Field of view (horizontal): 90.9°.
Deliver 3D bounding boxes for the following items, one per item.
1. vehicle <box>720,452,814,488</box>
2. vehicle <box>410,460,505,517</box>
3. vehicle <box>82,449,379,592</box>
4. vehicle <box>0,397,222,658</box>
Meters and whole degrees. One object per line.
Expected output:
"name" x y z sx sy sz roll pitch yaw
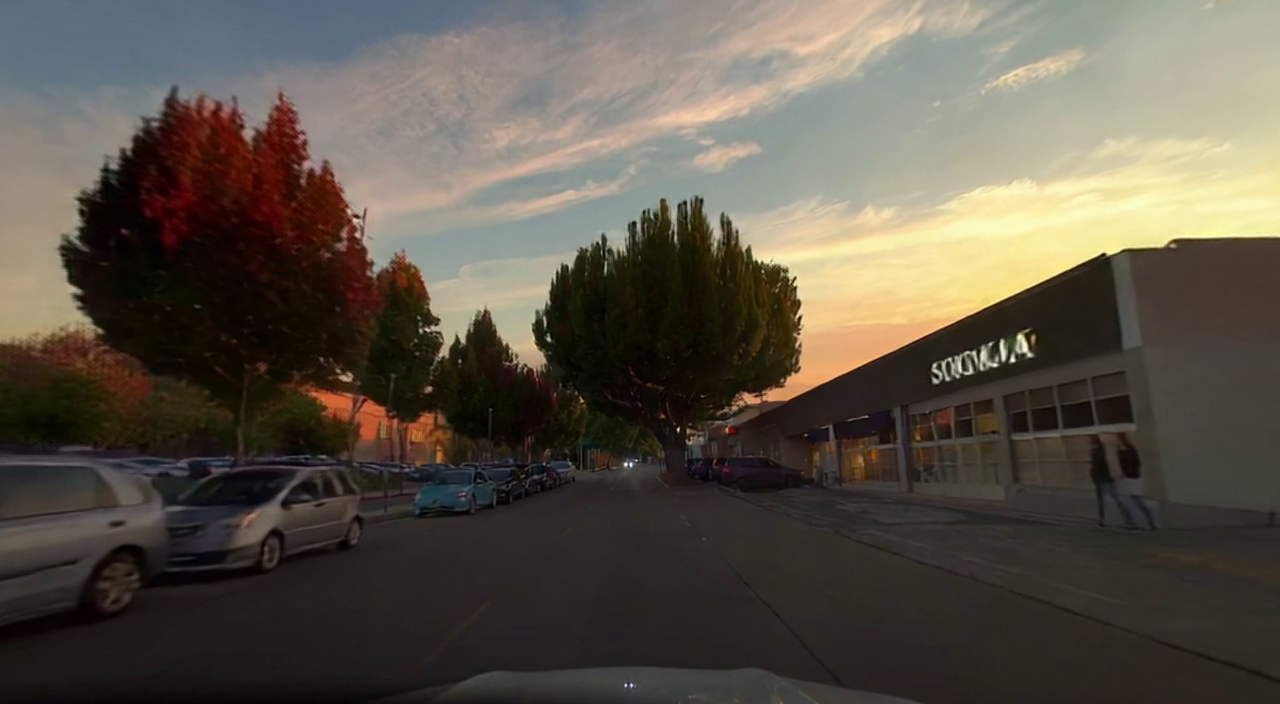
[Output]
"vehicle" 6.252 5.859 31.348 4.193 1.665 1.924 1 -11 -2
"vehicle" -5.889 4.464 20.916 1.832 1.623 4.424 1 -11 0
"vehicle" -5.873 2.446 9.821 1.777 1.687 4.116 1 -11 0
"vehicle" -5.997 1.385 5.026 1.990 2.011 4.765 1 -11 0
